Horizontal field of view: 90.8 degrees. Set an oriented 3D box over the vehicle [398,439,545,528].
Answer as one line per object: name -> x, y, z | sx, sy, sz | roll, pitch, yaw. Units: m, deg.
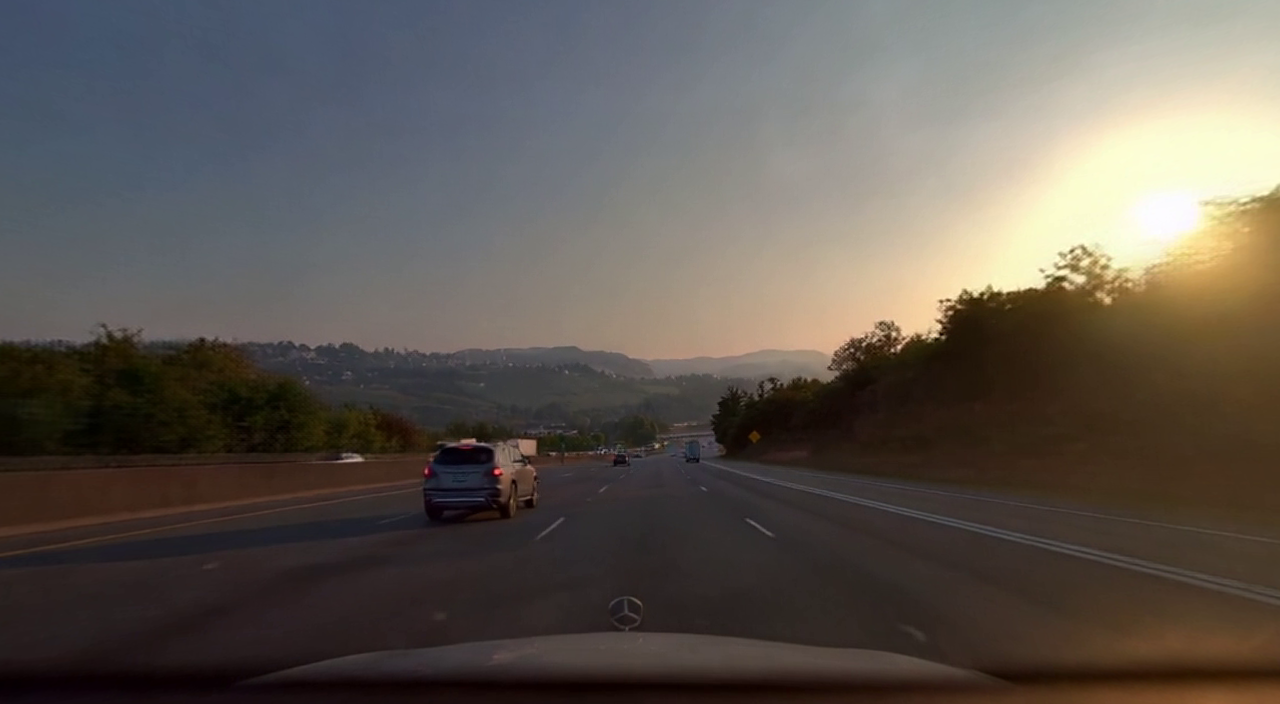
vehicle -> -3.457, 2.771, 13.886 | 2.016, 1.623, 4.126 | 0, -9, 1
